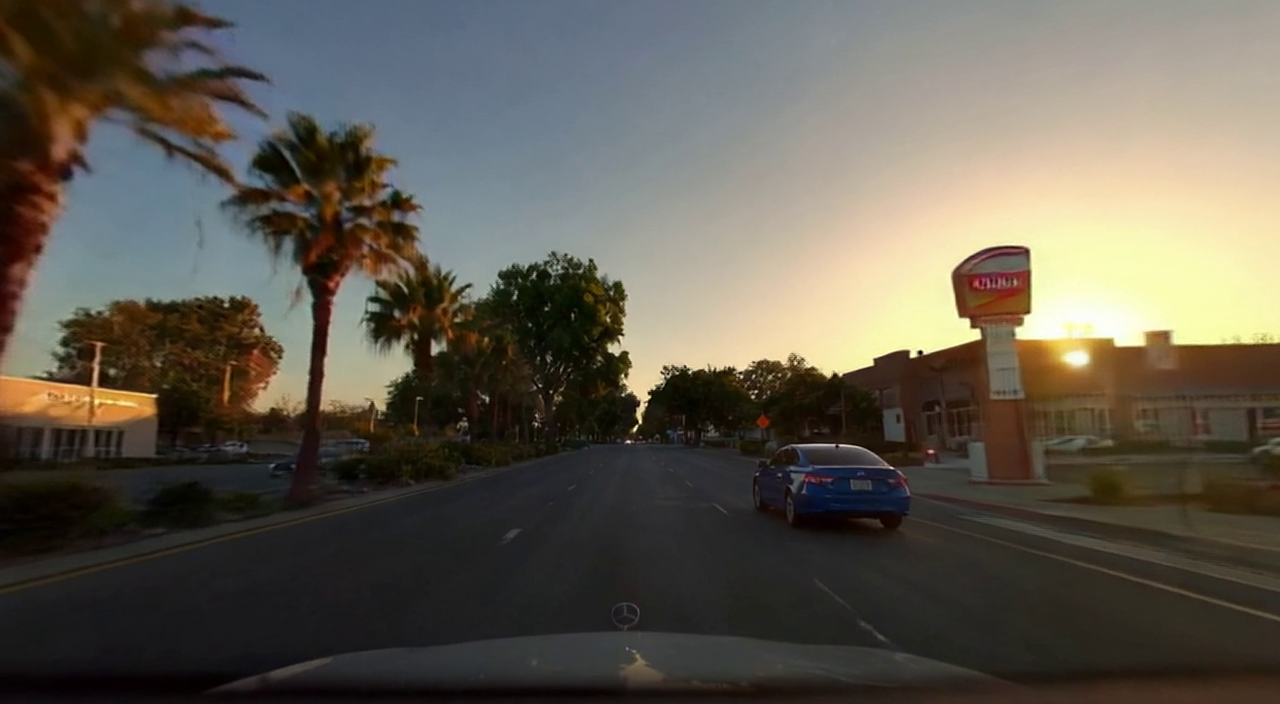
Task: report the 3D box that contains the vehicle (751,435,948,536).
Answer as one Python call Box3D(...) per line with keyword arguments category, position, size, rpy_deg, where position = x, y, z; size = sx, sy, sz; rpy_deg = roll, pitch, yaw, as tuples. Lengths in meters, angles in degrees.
Box3D(category="vehicle", position=(3.398, 2.222, 11.272), size=(1.978, 1.442, 4.262), rpy_deg=(0, -8, -1))

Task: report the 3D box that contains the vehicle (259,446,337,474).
Box3D(category="vehicle", position=(-19.678, 6.190, 36.582), size=(1.892, 1.481, 4.694), rpy_deg=(0, -8, 0))
